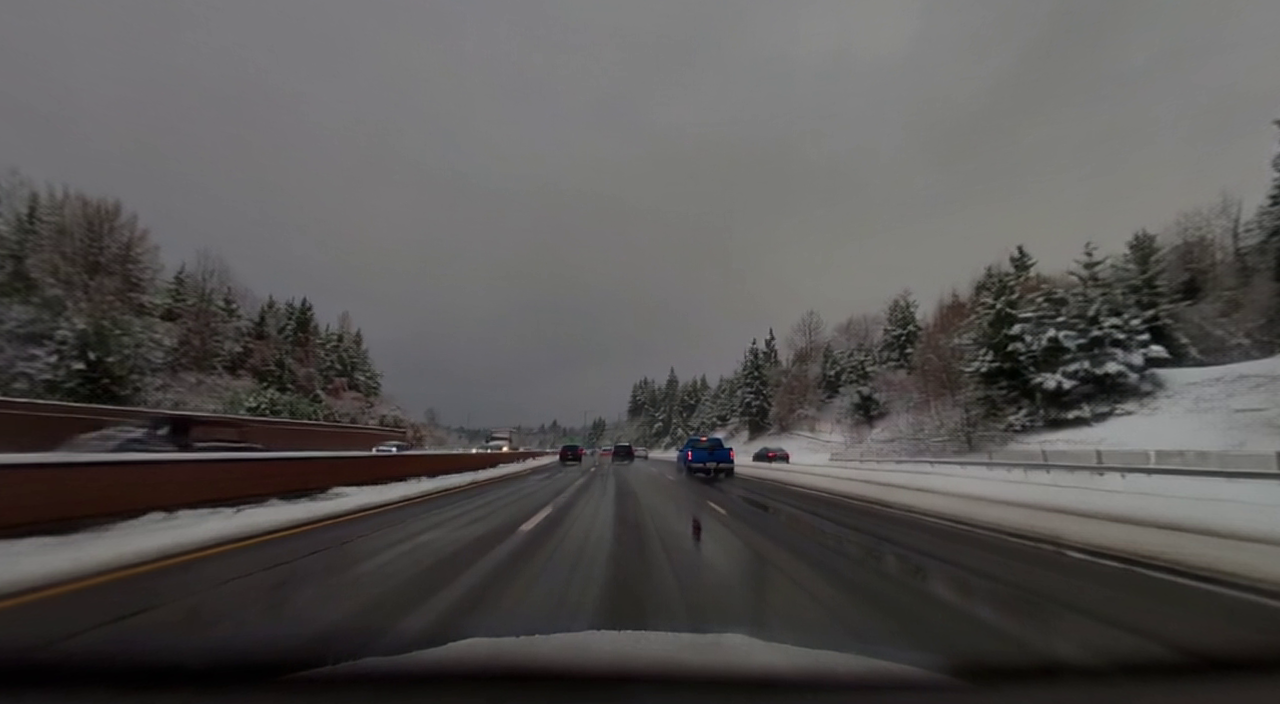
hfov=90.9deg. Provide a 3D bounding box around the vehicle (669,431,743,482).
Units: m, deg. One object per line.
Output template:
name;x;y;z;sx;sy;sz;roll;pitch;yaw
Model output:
vehicle;2.727;4.522;27.614;2.374;1.952;5.431;0;-8;-3

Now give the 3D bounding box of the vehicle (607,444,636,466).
vehicle;-1.487;7.878;48.412;2.050;1.607;3.821;0;-8;-4

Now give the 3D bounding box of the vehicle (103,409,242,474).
vehicle;-22.049;4.297;30.194;2.220;2.772;5.866;0;-8;-2

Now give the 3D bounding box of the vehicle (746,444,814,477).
vehicle;6.921;5.395;31.728;1.976;1.485;4.925;0;-8;-4

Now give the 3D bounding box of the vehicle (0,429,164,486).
vehicle;-17.784;3.253;19.767;2.107;1.561;4.736;0;-8;-2
